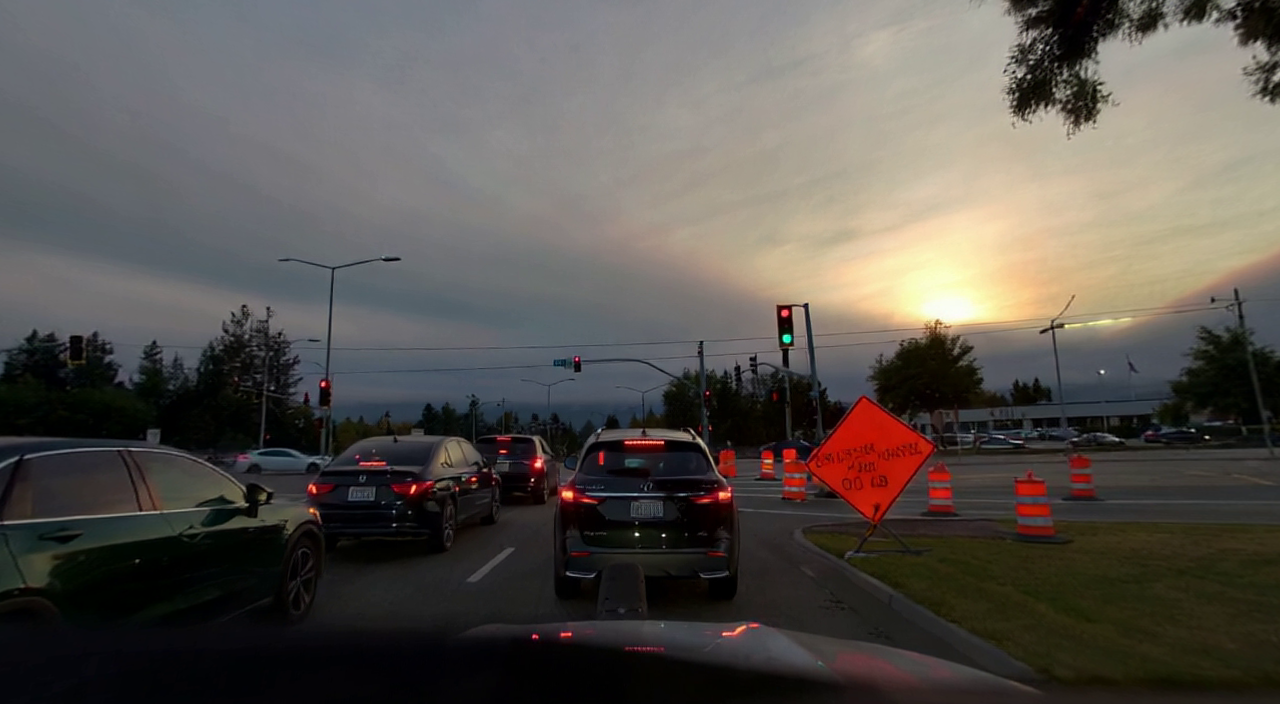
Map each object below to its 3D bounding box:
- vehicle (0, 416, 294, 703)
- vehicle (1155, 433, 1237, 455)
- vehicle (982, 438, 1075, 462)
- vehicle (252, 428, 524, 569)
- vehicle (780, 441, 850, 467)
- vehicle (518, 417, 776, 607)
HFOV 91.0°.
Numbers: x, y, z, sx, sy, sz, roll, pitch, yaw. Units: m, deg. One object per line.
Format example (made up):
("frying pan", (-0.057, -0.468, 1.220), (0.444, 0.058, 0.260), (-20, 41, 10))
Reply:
("vehicle", (-3.599, 0.948, 2.164), (2.064, 1.497, 4.722), (0, -9, 1))
("vehicle", (44.087, 7.288, 49.947), (4.672, 1.676, 1.867), (0, -9, 0))
("vehicle", (25.229, 6.380, 41.004), (4.807, 1.504, 1.837), (0, -9, 2))
("vehicle", (-3.275, 2.001, 9.446), (1.989, 1.541, 4.626), (0, -9, 2))
("vehicle", (11.289, 6.609, 40.811), (4.051, 1.583, 1.794), (0, -9, 1))
("vehicle", (0.102, 1.625, 7.213), (2.167, 1.560, 3.676), (0, -9, 1))
